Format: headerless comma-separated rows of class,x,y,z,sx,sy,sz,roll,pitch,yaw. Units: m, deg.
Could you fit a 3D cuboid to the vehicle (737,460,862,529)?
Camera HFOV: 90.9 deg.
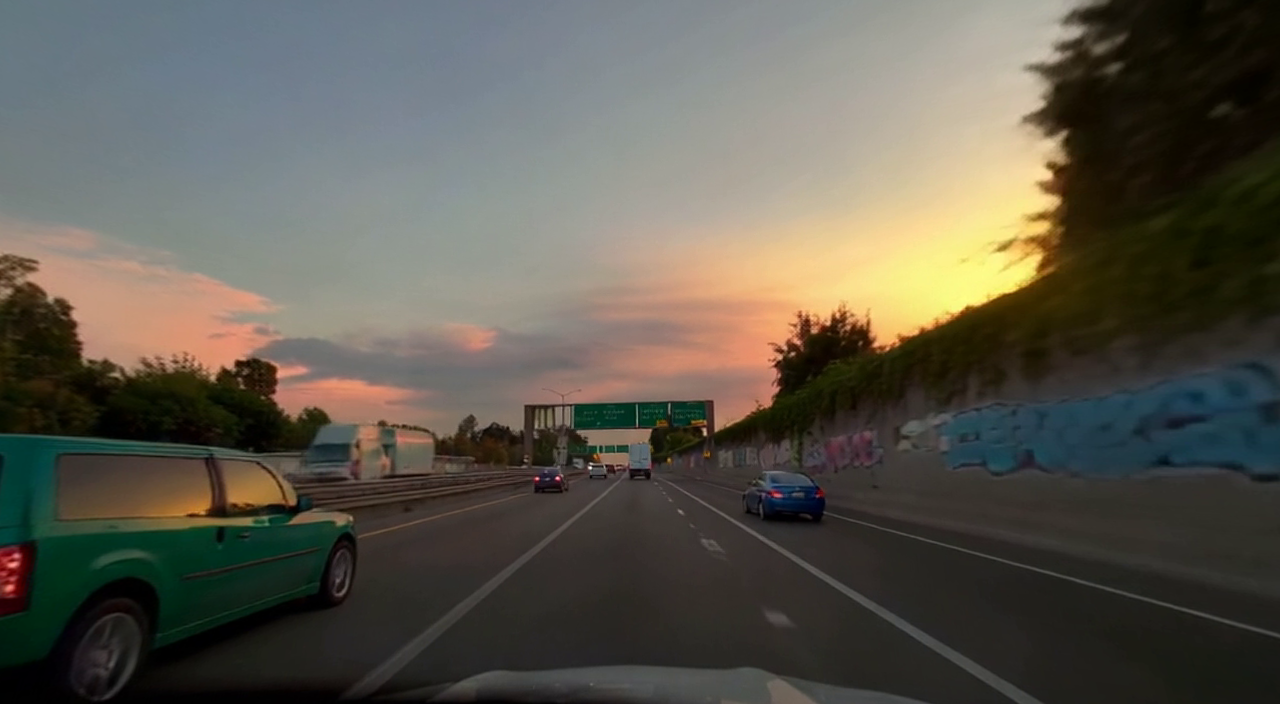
vehicle,3.804,3.488,15.870,1.917,1.458,4.199,1,-10,-2

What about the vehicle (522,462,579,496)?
vehicle,-4.126,5.941,29.666,2.054,1.443,4.131,1,-10,0

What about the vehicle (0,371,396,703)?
vehicle,-3.441,1.156,3.917,2.004,1.610,4.508,1,-10,0
